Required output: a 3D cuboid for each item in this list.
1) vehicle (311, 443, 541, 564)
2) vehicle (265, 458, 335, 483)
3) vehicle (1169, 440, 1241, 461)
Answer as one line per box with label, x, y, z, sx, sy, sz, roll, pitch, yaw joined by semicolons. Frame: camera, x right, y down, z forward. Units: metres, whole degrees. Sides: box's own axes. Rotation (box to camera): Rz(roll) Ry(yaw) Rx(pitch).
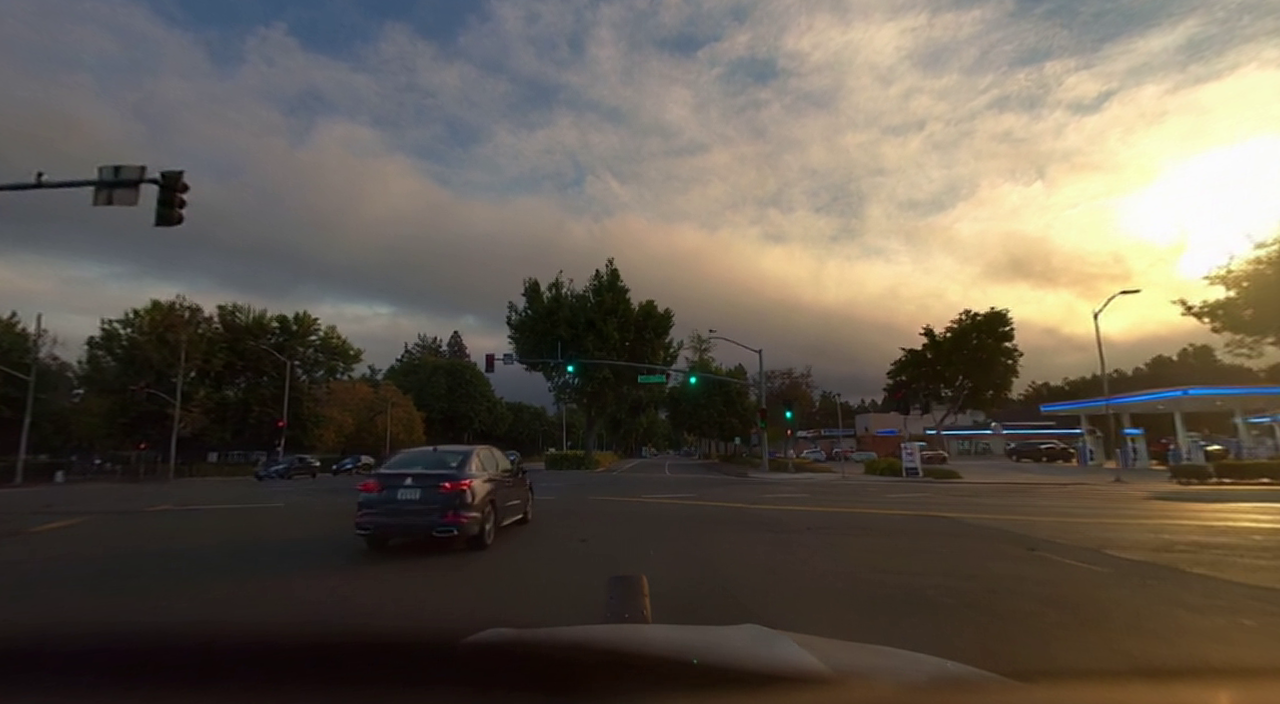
vehicle;-3.032;2.239;10.184;2.041;1.483;4.533;0;-9;1
vehicle;-20.881;7.293;38.957;1.821;1.371;4.545;0;-9;-1
vehicle;40.276;7.009;44.960;3.518;1.433;1.763;1;-9;-5
